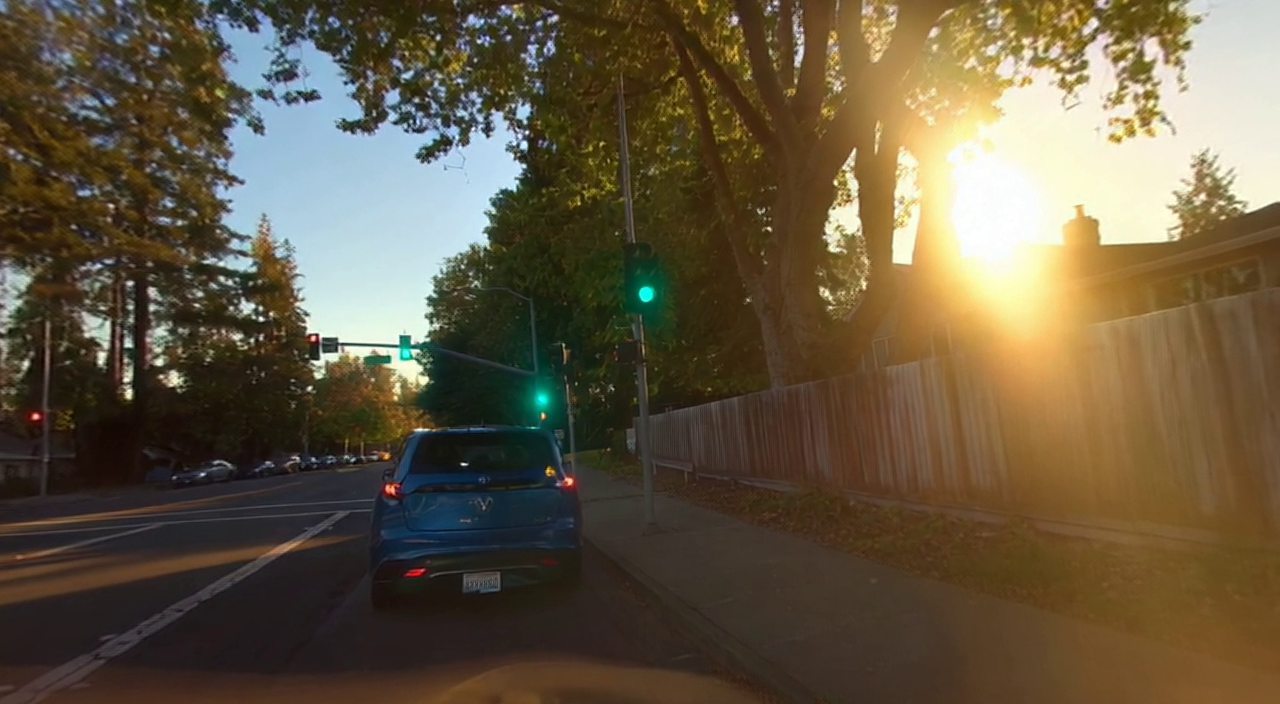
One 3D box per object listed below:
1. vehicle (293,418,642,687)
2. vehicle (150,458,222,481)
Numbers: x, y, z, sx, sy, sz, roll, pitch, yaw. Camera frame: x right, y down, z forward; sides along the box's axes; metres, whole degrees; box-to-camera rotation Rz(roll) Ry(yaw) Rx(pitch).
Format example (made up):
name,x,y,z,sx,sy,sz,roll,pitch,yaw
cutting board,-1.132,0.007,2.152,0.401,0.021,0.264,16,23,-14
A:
name,x,y,z,sx,sy,sz,roll,pitch,yaw
vehicle,-1.426,1.435,5.672,2.024,1.502,3.702,2,-9,-14
vehicle,-34.775,9.004,48.455,3.959,1.680,1.785,1,-9,-9
